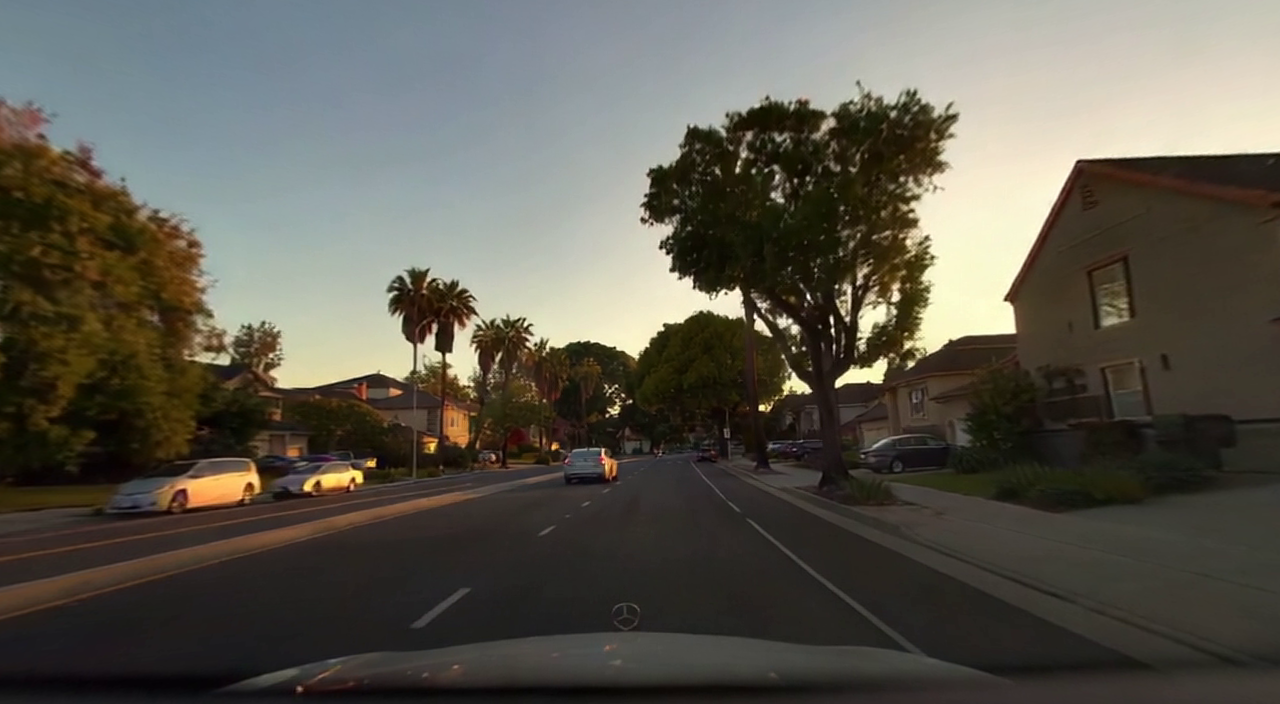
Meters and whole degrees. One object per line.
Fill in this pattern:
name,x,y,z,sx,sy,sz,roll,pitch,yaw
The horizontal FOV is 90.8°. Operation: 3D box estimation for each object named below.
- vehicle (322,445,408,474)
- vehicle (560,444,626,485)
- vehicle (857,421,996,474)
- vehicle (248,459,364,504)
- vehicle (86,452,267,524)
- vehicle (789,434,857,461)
vehicle,-19.211,7.497,44.282,4.942,1.932,2.247,0,-9,-1
vehicle,-1.756,4.443,25.243,2.035,1.474,4.284,0,-9,4
vehicle,11.511,3.927,25.690,4.549,1.672,2.008,-5,-10,3
vehicle,-13.013,5.056,24.982,1.995,1.482,4.448,-4,-10,3
vehicle,-13.623,3.970,19.007,1.895,1.802,4.454,-3,-9,3
vehicle,13.464,7.017,46.429,4.531,1.864,2.037,4,-10,-26
